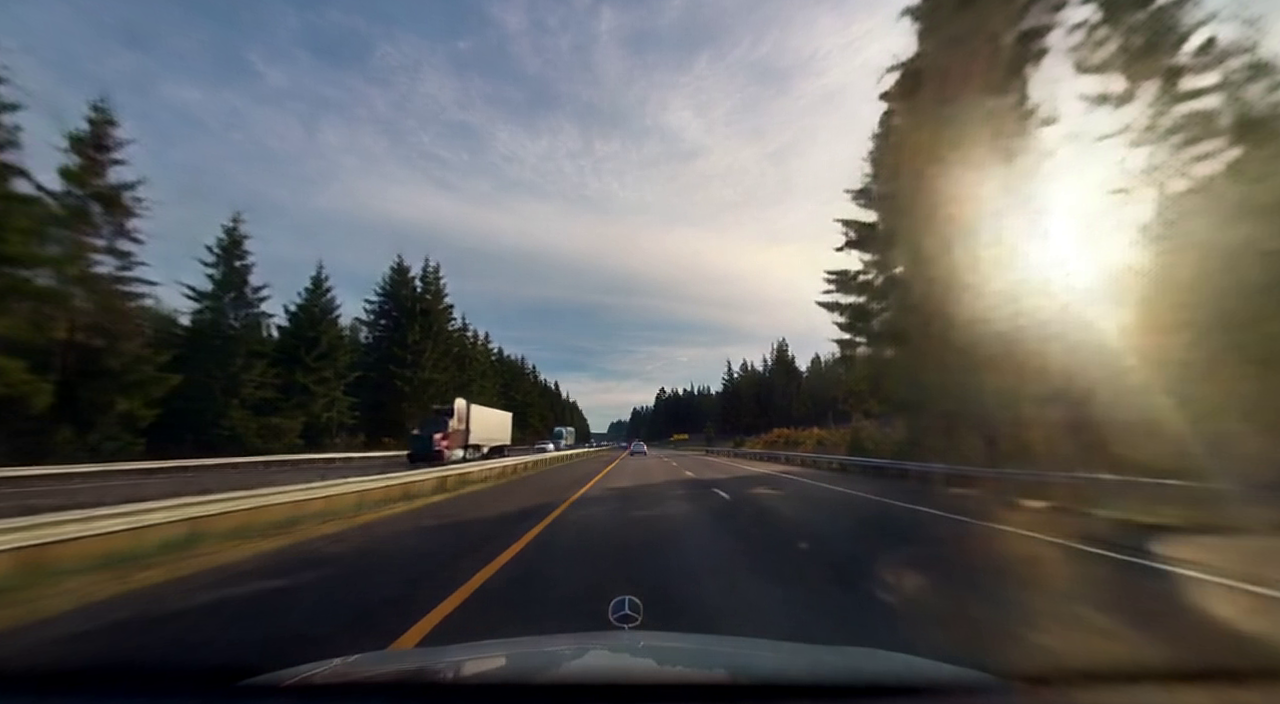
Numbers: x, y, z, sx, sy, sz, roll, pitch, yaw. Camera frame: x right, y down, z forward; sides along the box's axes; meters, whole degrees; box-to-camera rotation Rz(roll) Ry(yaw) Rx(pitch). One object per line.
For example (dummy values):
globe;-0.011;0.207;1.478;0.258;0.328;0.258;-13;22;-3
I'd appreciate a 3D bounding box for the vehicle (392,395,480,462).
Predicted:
vehicle;-13.323;5.189;42.125;3.009;4.018;8.498;0;-8;0
